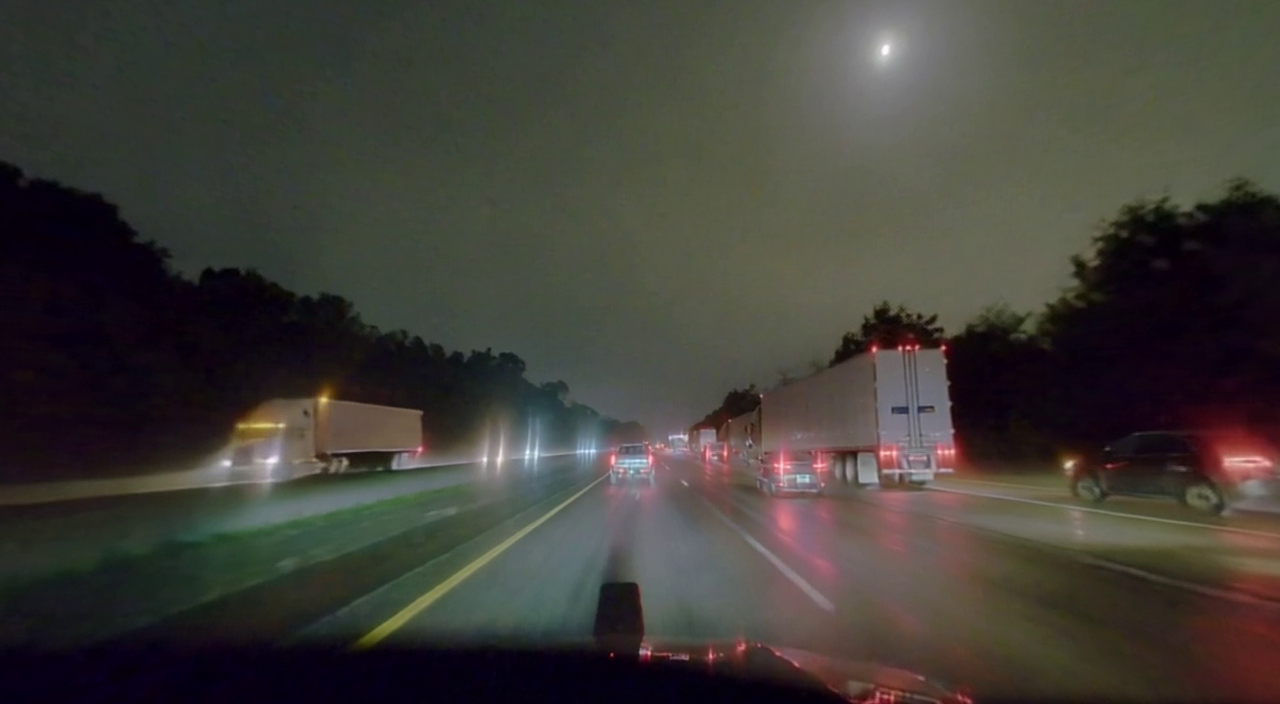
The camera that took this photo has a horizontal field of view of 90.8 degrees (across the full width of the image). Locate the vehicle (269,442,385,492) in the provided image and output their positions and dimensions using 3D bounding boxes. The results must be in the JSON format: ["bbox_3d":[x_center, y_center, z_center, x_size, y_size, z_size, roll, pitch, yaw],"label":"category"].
[{"bbox_3d":[-11.866,4.359,24.331,2.044,1.706,4.619,0,-9,0],"label":"vehicle"}]

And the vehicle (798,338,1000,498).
[{"bbox_3d":[7.610,2.295,20.288,2.823,4.063,8.485,0,-9,0],"label":"vehicle"}]

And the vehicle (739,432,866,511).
[{"bbox_3d":[3.645,2.751,14.902,1.920,1.594,3.867,0,-9,0],"label":"vehicle"}]

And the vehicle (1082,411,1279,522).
[{"bbox_3d":[11.834,2.297,13.031,1.966,1.870,4.734,0,-9,1],"label":"vehicle"}]

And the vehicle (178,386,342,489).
[{"bbox_3d":[-15.923,3.719,27.125,2.934,3.853,6.135,0,-9,1],"label":"vehicle"}]

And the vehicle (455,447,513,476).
[{"bbox_3d":[-8.302,5.877,33.963,2.043,1.455,3.840,0,-9,1],"label":"vehicle"}]

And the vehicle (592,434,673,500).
[{"bbox_3d":[-0.173,3.158,17.621,2.023,1.618,3.628,0,-9,1],"label":"vehicle"}]

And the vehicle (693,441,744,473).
[{"bbox_3d":[4.148,5.648,34.069,2.150,1.632,4.260,0,-9,0],"label":"vehicle"}]
